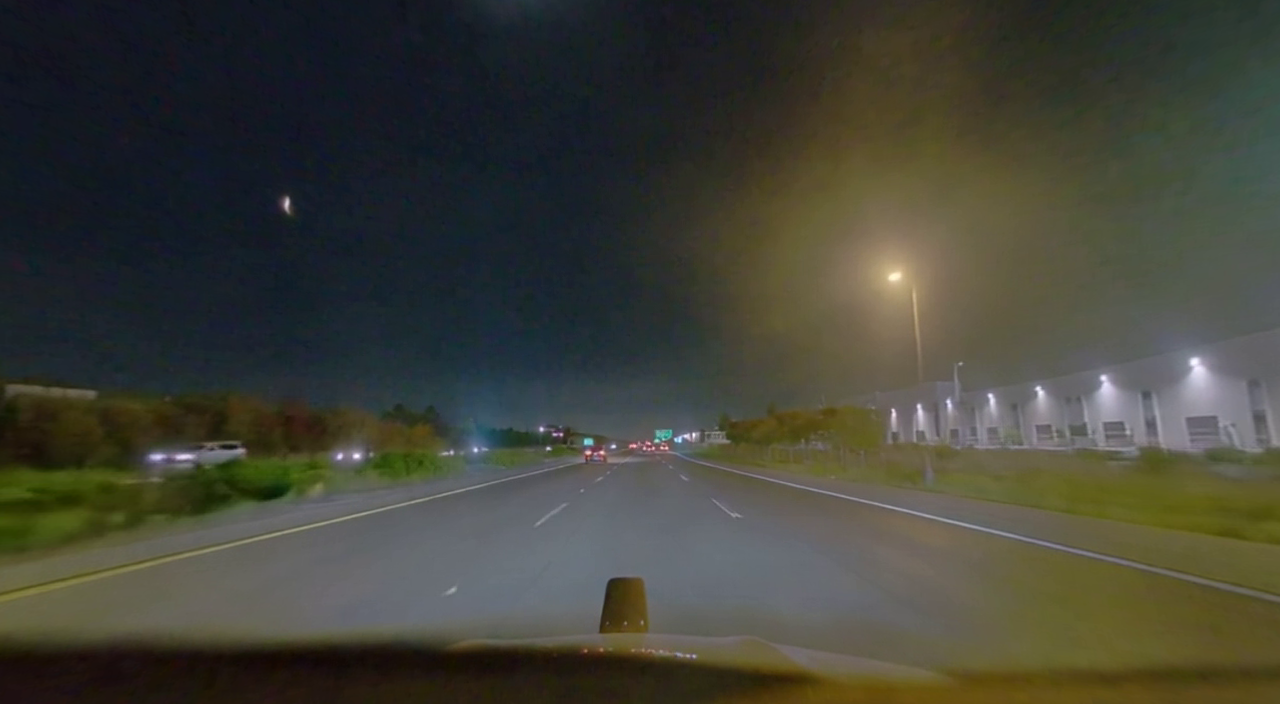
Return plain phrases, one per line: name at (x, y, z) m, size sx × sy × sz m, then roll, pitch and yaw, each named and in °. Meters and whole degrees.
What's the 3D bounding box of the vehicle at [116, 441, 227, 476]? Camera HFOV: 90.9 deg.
vehicle at (-28.125, 6.402, 38.179) m, size 2.175 × 1.906 × 5.815 m, roll 0°, pitch -9°, yaw 1°
